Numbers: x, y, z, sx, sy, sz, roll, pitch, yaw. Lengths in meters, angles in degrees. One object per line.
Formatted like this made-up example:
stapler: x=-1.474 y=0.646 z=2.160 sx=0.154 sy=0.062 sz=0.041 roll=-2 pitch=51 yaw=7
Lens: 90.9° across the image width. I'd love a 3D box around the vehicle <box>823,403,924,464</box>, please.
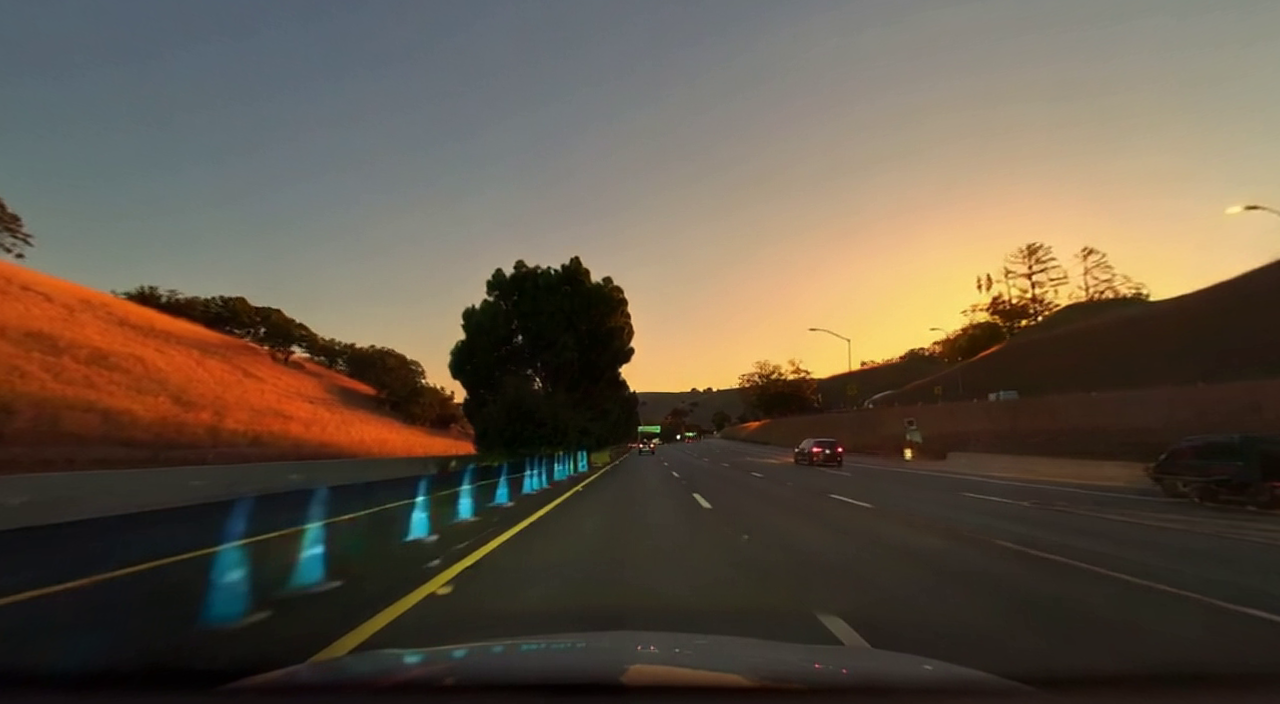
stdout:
vehicle: x=15.367 y=5.535 z=42.437 sx=3.620 sy=3.613 sz=8.491 roll=0 pitch=-8 yaw=1
